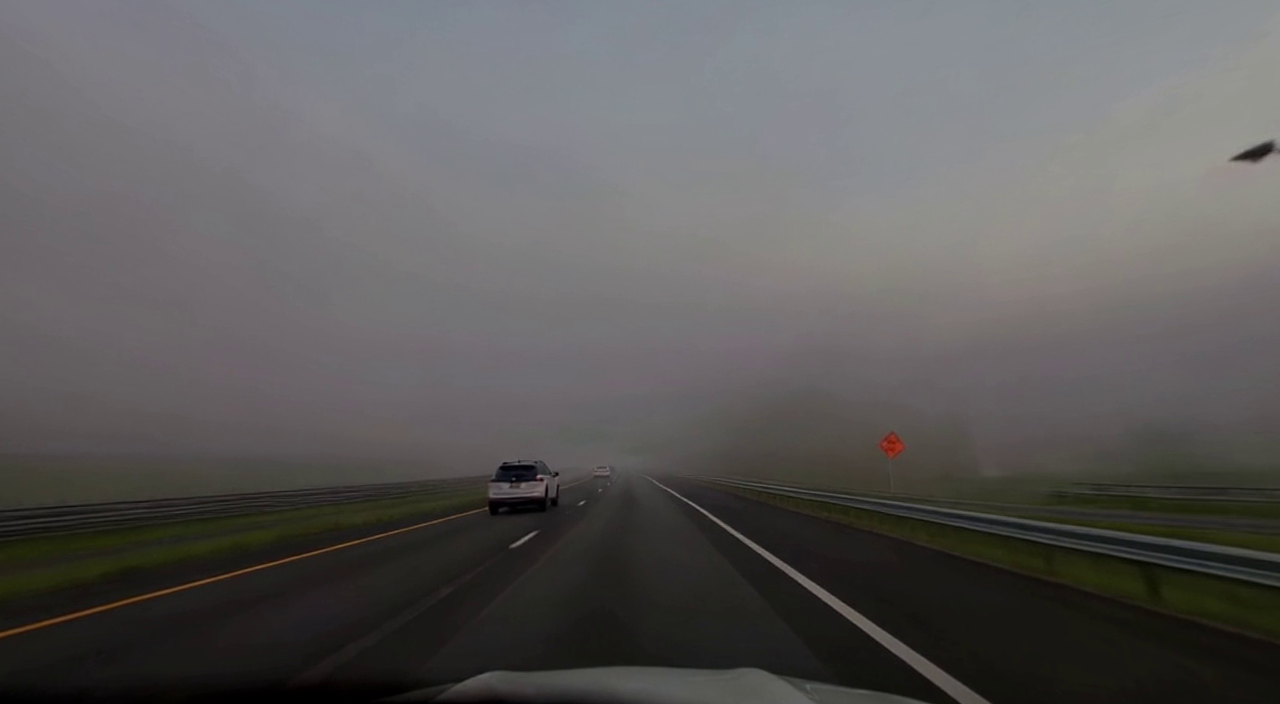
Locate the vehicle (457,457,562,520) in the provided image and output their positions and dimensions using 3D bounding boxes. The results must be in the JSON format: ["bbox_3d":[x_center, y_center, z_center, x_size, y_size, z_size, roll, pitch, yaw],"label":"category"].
[{"bbox_3d":[-3.439,3.709,17.404,2.001,1.486,4.104,1,-10,0],"label":"vehicle"}]
